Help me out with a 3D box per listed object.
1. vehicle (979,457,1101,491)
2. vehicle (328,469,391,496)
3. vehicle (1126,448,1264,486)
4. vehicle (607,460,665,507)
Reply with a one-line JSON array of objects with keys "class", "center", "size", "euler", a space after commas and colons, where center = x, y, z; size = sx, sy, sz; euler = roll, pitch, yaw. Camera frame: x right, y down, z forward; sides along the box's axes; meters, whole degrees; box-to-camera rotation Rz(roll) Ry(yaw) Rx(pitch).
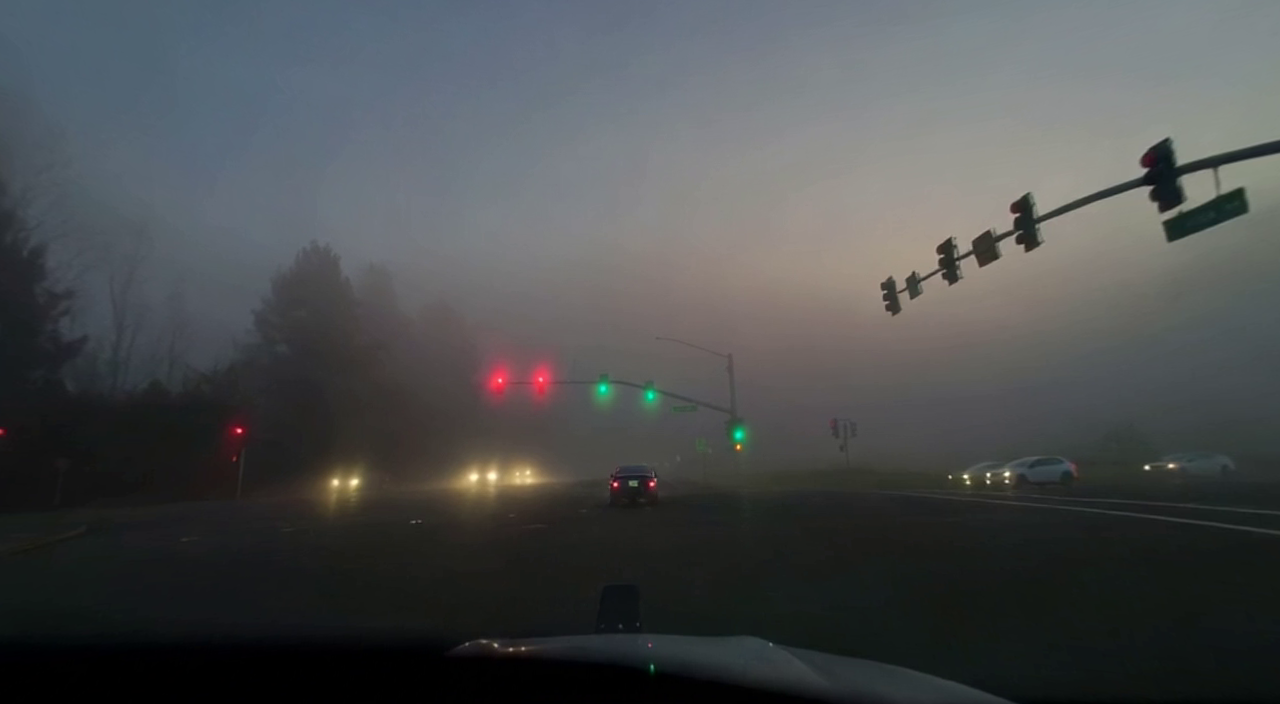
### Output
[{"class": "vehicle", "center": [18.481, 5.620, 29.170], "size": [4.441, 1.466, 1.982], "euler": [1, -9, -9]}, {"class": "vehicle", "center": [-20.512, 9.547, 46.247], "size": [2.189, 1.720, 4.653], "euler": [-1, -9, 4]}, {"class": "vehicle", "center": [26.544, 5.467, 30.178], "size": [4.825, 1.725, 2.258], "euler": [1, -9, -10]}, {"class": "vehicle", "center": [-0.113, 4.717, 22.924], "size": [1.954, 1.469, 3.465], "euler": [0, -9, 1]}]
